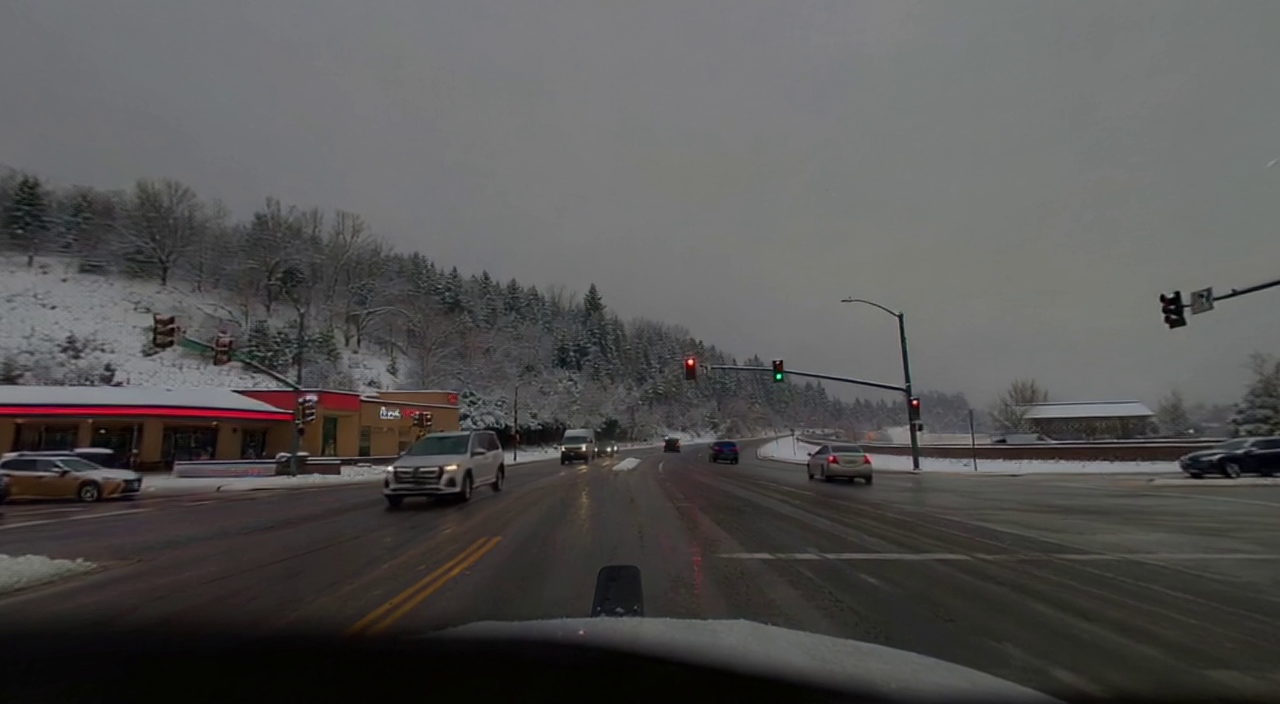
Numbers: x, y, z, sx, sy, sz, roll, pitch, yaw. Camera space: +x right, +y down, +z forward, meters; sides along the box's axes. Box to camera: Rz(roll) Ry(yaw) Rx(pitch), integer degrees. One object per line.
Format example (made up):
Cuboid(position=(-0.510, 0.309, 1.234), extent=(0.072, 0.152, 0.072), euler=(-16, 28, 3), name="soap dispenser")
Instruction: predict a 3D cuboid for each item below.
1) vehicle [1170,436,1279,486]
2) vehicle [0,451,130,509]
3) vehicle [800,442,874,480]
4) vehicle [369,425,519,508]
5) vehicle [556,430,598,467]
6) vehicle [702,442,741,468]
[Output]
Cuboid(position=(25.086, 4.464, 26.037), extent=(4.546, 1.944, 2.051), euler=(1, -9, -5), name="vehicle")
Cuboid(position=(-19.772, 4.127, 20.534), extent=(4.440, 1.748, 2.033), euler=(0, -8, 1), name="vehicle")
Cuboid(position=(9.092, 5.046, 29.443), extent=(1.911, 1.594, 4.378), euler=(0, -9, -2), name="vehicle")
Cuboid(position=(-4.627, 2.798, 15.795), extent=(2.199, 1.745, 4.669), euler=(0, -8, 1), name="vehicle")
Cuboid(position=(-4.159, 6.472, 42.308), extent=(2.196, 2.264, 5.206), euler=(0, -8, 1), name="vehicle")
Cuboid(position=(5.417, 6.862, 42.110), extent=(1.855, 1.622, 4.167), euler=(0, -8, -3), name="vehicle")
